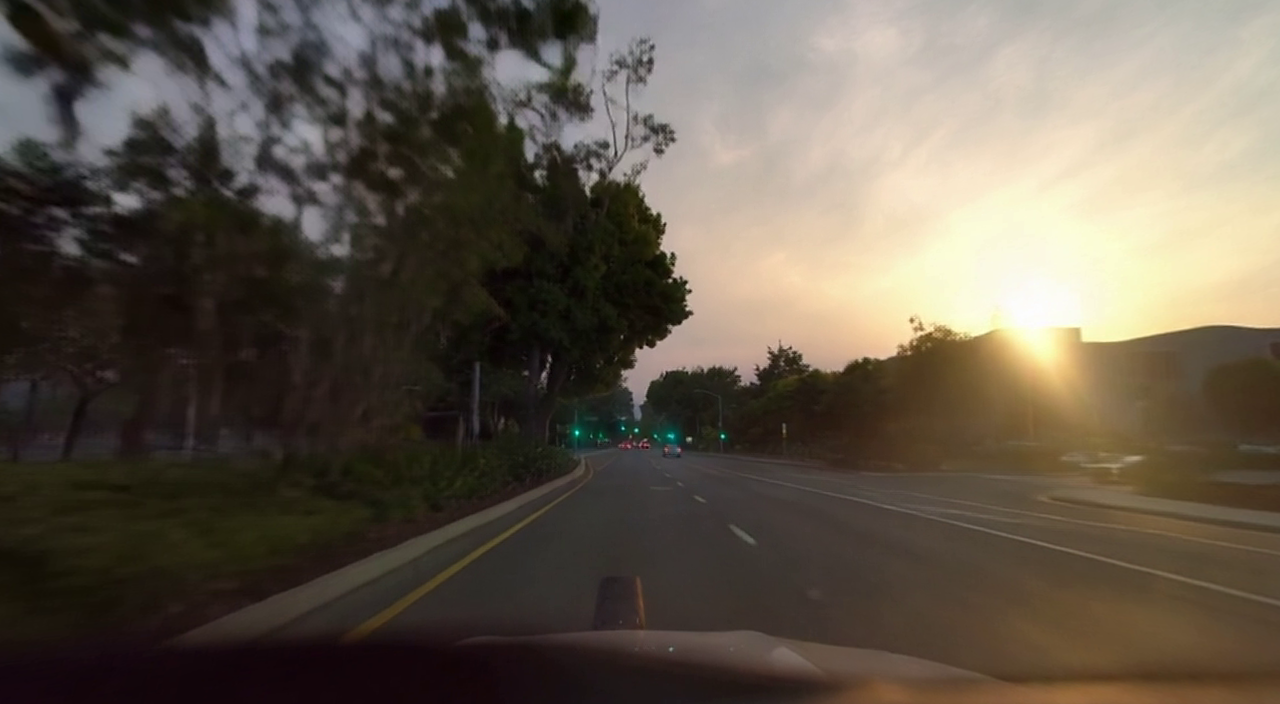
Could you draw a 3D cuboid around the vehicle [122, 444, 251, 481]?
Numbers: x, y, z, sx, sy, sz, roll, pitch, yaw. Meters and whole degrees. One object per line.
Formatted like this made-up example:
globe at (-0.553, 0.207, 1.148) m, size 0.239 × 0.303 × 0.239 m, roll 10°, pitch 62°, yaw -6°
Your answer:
vehicle at (-18.893, 4.625, 26.572) m, size 2.637 × 1.401 × 3.741 m, roll 0°, pitch -9°, yaw 0°
